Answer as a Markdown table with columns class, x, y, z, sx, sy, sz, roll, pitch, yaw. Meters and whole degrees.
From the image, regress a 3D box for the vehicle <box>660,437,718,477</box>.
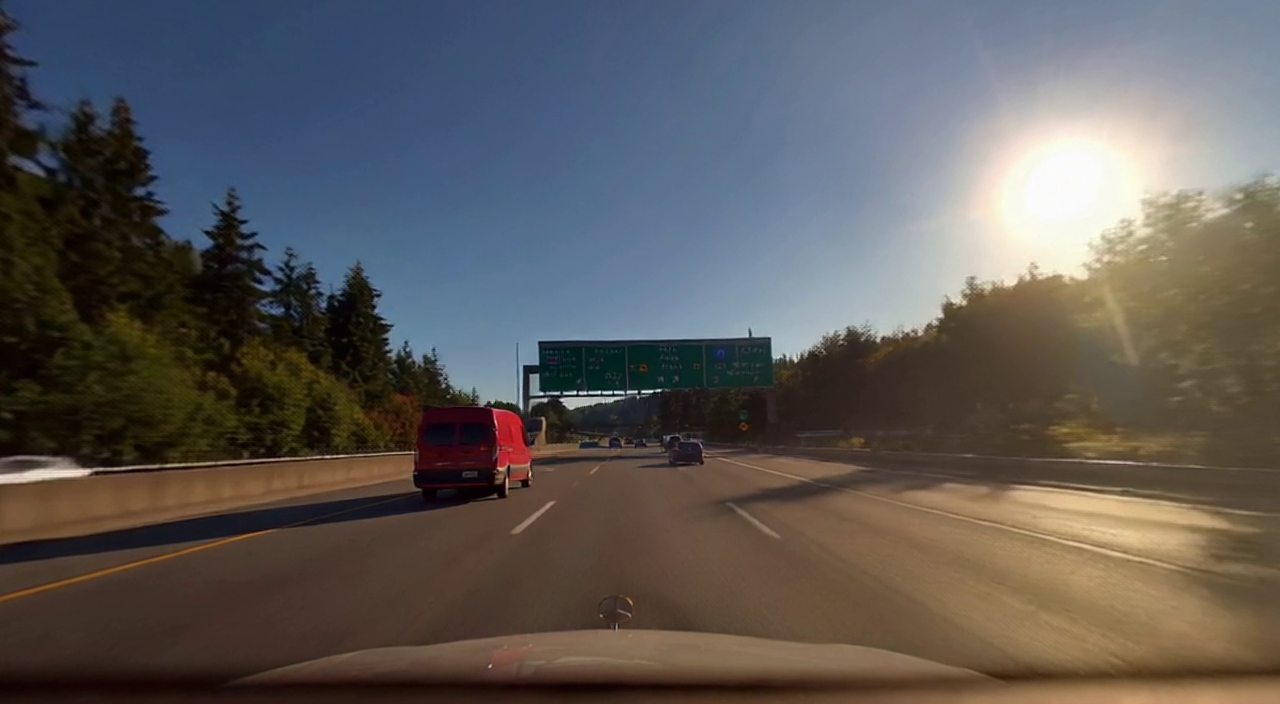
| class | x | y | z | sx | sy | sz | roll | pitch | yaw |
| --- | --- | --- | --- | --- | --- | --- | --- | --- | --- |
| vehicle | 1.878 | 4.175 | 25.374 | 2.020 | 1.464 | 3.803 | 0 | -8 | 0 |

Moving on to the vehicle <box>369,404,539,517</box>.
| class | x | y | z | sx | sy | sz | roll | pitch | yaw |
| --- | --- | --- | --- | --- | --- | --- | --- | --- | --- |
| vehicle | -3.790 | 2.313 | 14.060 | 2.275 | 2.053 | 5.082 | 0 | -8 | -1 |
